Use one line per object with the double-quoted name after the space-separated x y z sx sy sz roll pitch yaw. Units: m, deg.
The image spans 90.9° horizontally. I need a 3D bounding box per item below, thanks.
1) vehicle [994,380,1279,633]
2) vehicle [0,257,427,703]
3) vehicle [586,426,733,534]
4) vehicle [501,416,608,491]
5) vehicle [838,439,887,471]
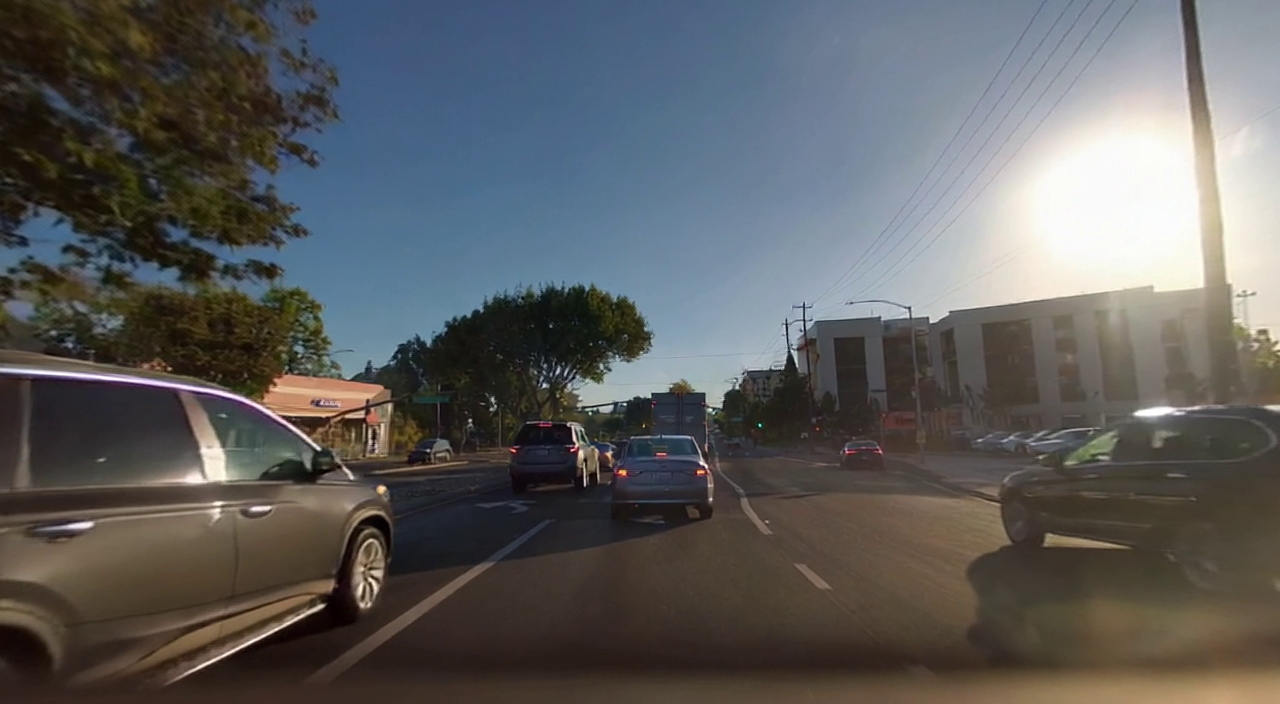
5.689 1.291 5.768 2.141 1.794 4.933 0 -8 2 "vehicle"
-3.015 0.821 3.206 2.124 1.829 4.799 0 -8 1 "vehicle"
0.250 2.105 10.953 2.061 1.494 4.079 0 -8 -1 "vehicle"
-2.370 3.028 19.113 2.289 1.935 5.227 0 -8 2 "vehicle"
11.424 5.294 32.652 1.900 1.507 4.151 -2 -9 13 "vehicle"
